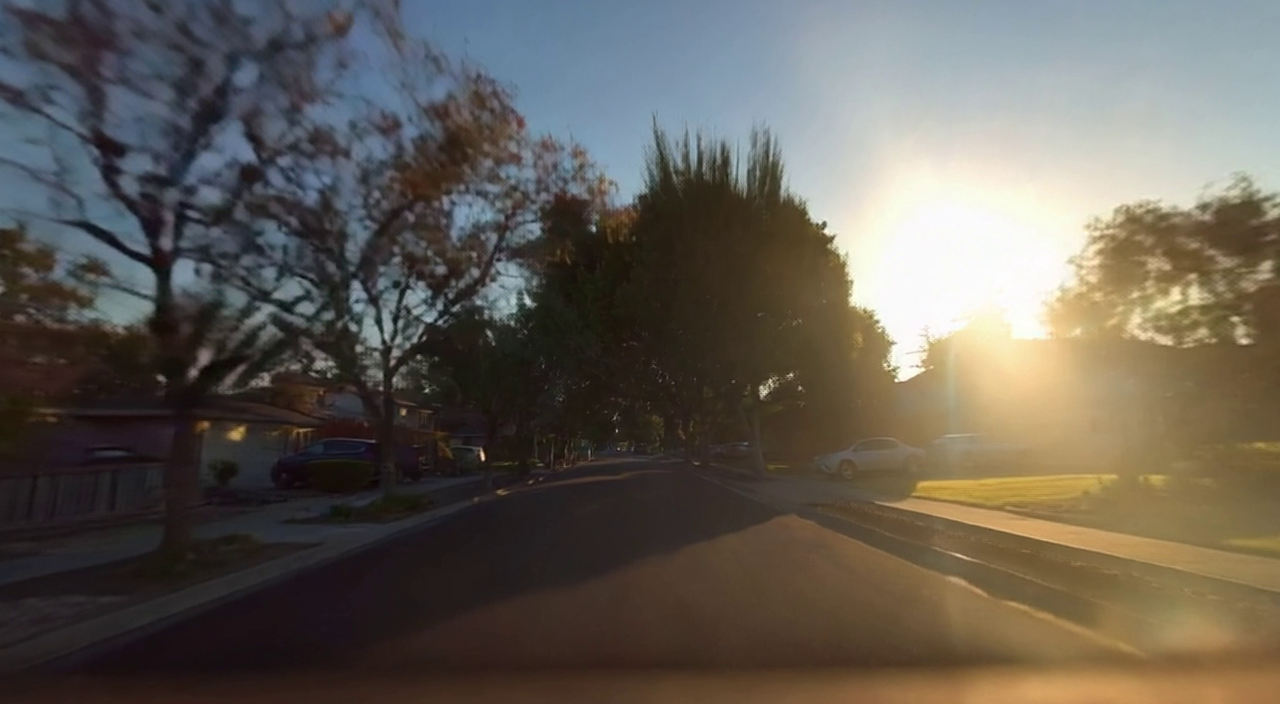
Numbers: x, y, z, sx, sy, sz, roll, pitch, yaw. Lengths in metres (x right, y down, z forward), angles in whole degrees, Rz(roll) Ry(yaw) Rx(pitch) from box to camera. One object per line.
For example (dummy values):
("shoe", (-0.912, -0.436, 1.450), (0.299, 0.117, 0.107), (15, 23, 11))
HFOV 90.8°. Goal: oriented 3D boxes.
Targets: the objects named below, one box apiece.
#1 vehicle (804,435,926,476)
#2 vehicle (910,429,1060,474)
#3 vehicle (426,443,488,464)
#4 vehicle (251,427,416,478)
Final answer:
("vehicle", (9.759, 4.513, 27.705), (4.582, 1.719, 1.947), (0, -8, -1))
("vehicle", (15.223, 4.435, 28.126), (5.395, 1.917, 2.153), (0, -9, -2))
("vehicle", (-13.886, 7.682, 48.091), (4.190, 1.529, 1.880), (0, -8, -4))
("vehicle", (-12.509, 4.128, 26.098), (5.618, 1.997, 2.201), (0, -9, -1))
